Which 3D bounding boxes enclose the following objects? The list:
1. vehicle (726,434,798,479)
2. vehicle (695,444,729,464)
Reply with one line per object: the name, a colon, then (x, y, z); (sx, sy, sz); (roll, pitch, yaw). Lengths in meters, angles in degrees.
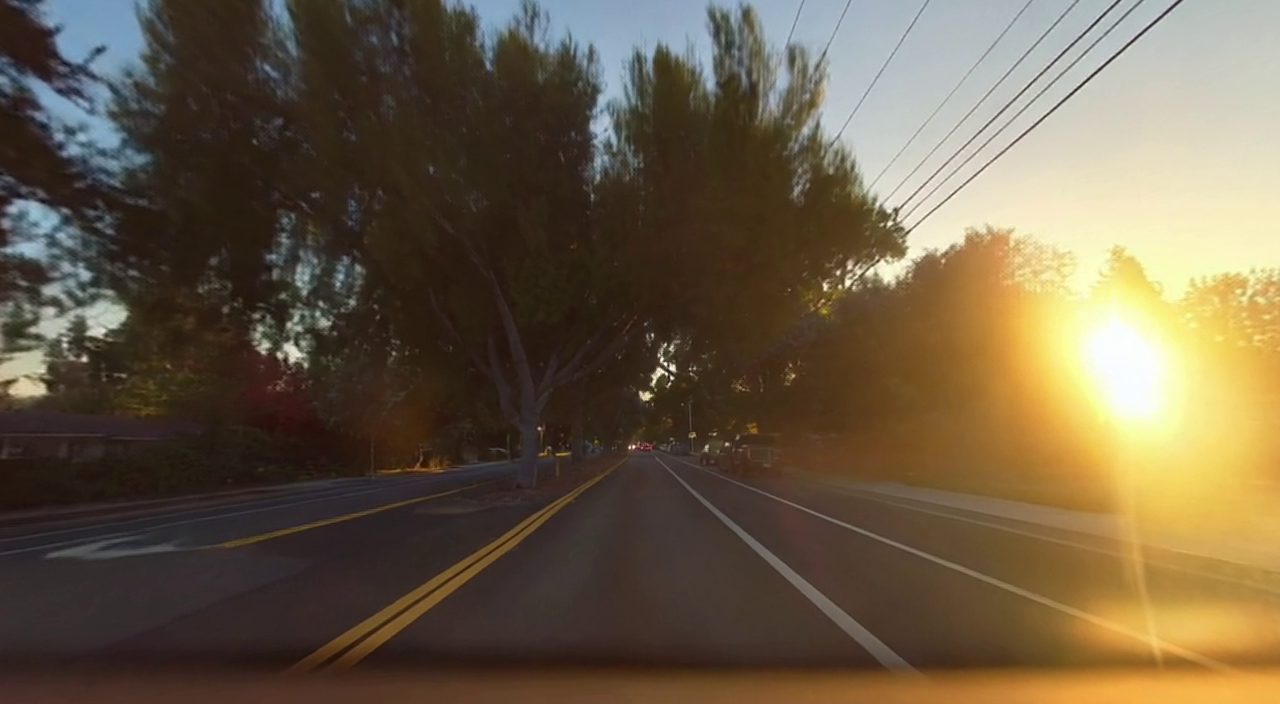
vehicle: (5.200, 4.534, 27.549); (2.160, 1.800, 4.646); (0, -9, -1)
vehicle: (5.492, 7.891, 48.796); (1.935, 1.453, 4.488); (0, -9, -3)
